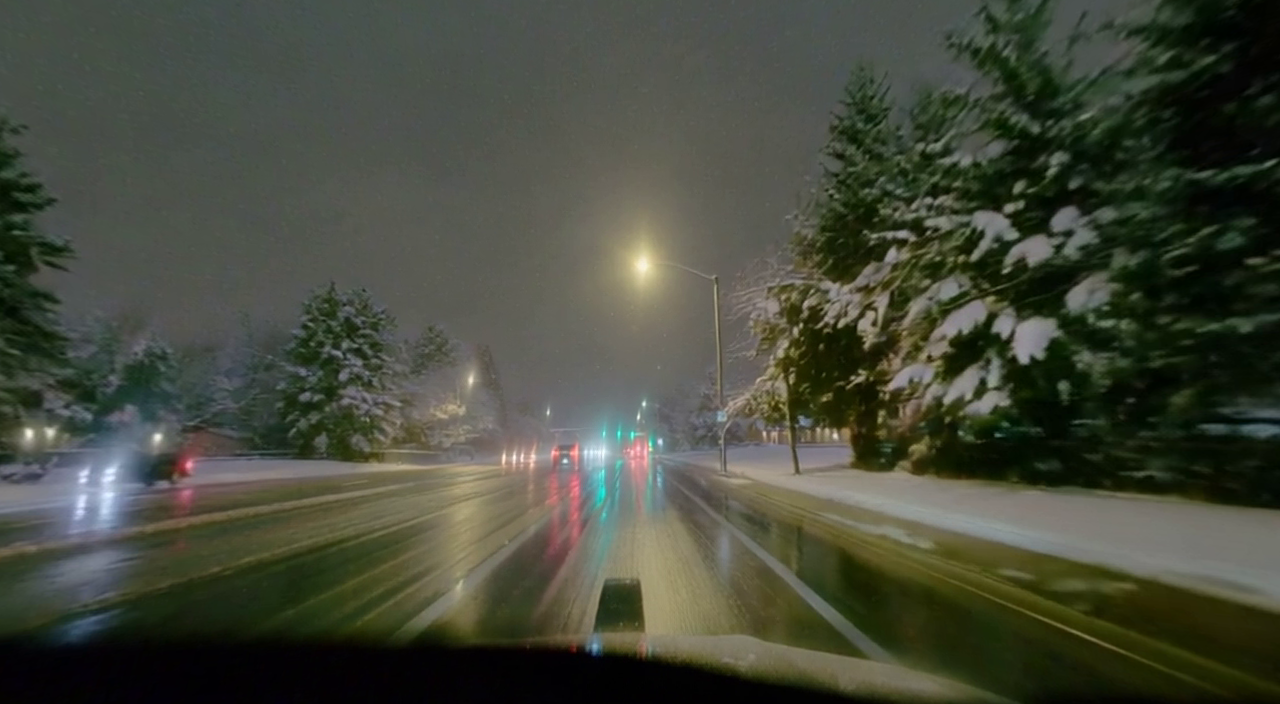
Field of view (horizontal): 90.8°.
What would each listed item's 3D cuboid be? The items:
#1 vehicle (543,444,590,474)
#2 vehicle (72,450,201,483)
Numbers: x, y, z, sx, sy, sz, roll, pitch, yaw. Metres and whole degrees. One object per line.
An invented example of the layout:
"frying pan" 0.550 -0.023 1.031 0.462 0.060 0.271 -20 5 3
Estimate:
"vehicle" -3.746 5.510 32.871 1.992 1.447 4.044 1 -8 0
"vehicle" -24.648 5.620 31.090 4.454 1.524 1.859 2 -9 -11
